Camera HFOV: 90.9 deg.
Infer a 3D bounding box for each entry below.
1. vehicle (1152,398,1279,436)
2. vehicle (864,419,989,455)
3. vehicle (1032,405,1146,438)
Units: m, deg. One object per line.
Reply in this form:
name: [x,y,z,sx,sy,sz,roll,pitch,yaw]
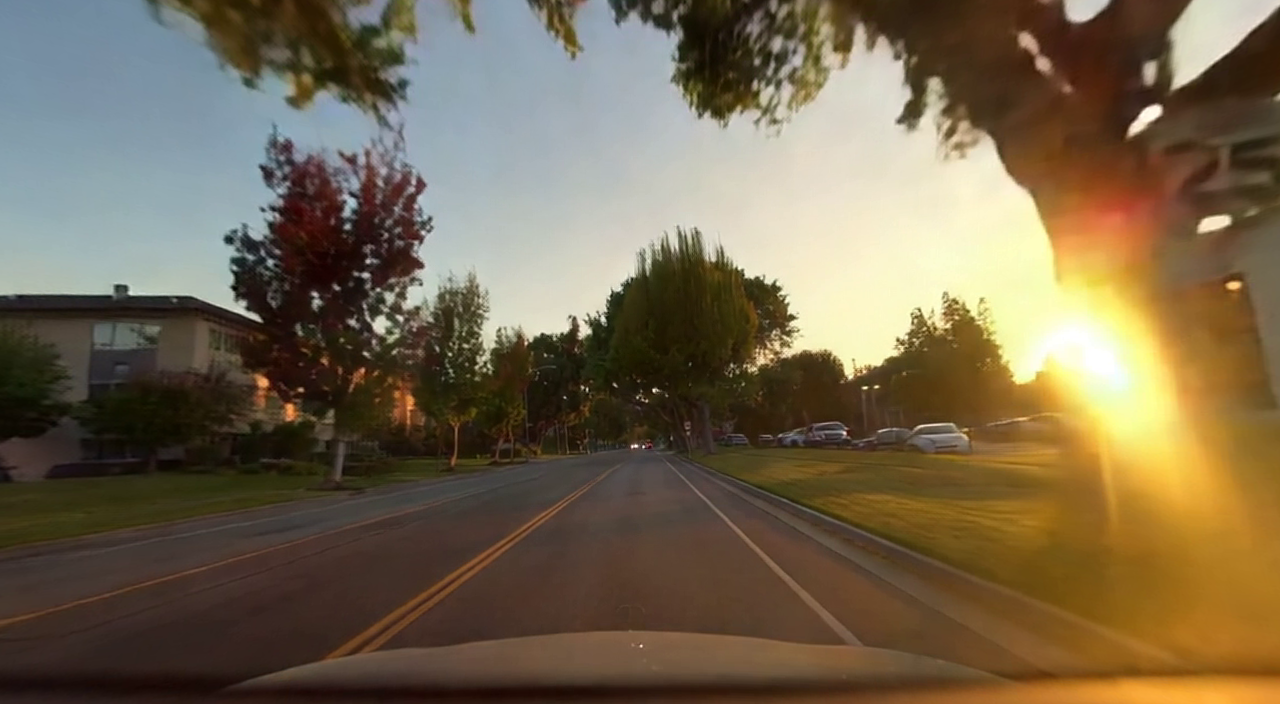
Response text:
vehicle: [25.764,2.888,27.732,4.519,1.584,2.108,0,-9,0]
vehicle: [12.688,3.810,28.126,4.529,1.490,2.168,1,-9,-6]
vehicle: [25.773,4.033,36.284,4.864,1.797,2.150,0,-8,1]
